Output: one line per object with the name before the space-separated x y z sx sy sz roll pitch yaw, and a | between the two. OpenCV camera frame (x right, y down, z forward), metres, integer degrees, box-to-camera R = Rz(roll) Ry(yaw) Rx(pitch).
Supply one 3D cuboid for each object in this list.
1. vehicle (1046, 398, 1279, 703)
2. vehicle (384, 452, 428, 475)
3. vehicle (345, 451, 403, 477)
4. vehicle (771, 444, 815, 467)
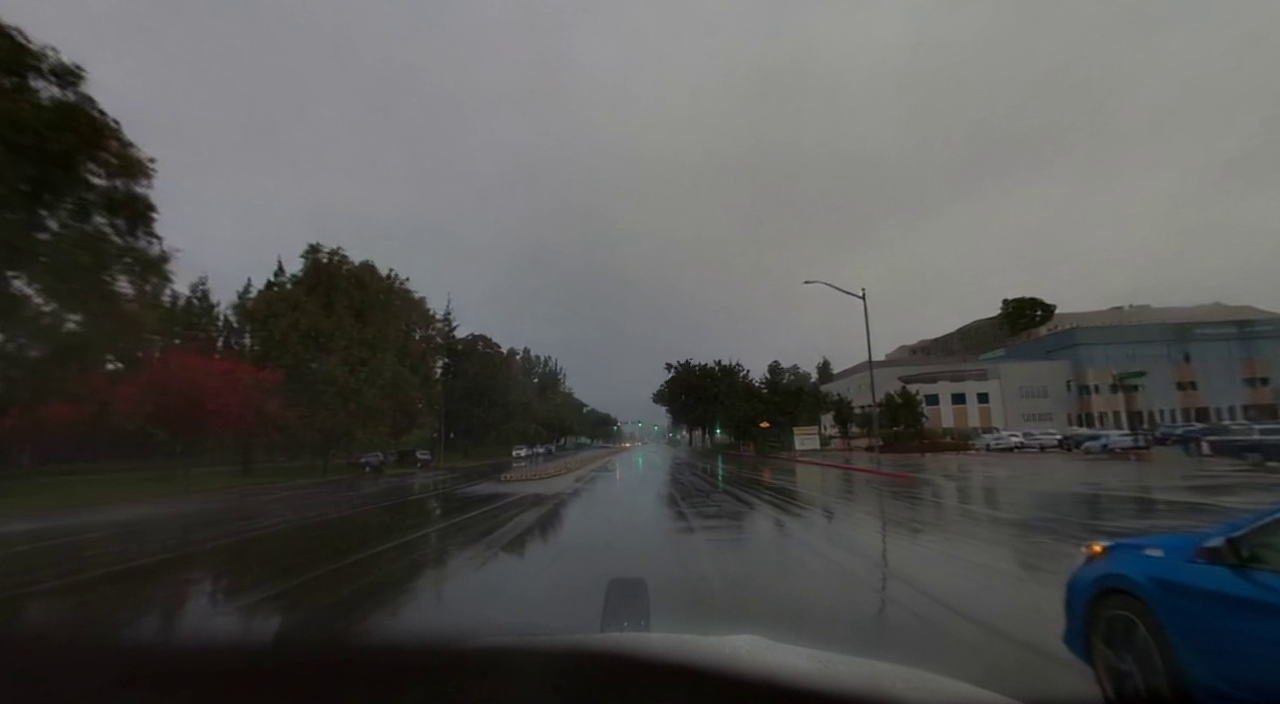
vehicle | 3.197 0.715 0.988 2.141 1.443 4.499 0 -8 0
vehicle | -18.193 8.696 49.168 1.828 1.457 4.292 -3 -7 0
vehicle | -18.347 7.716 43.682 1.993 1.686 4.698 0 -8 -1
vehicle | 10.157 6.902 42.158 1.889 1.472 4.304 0 -8 0
